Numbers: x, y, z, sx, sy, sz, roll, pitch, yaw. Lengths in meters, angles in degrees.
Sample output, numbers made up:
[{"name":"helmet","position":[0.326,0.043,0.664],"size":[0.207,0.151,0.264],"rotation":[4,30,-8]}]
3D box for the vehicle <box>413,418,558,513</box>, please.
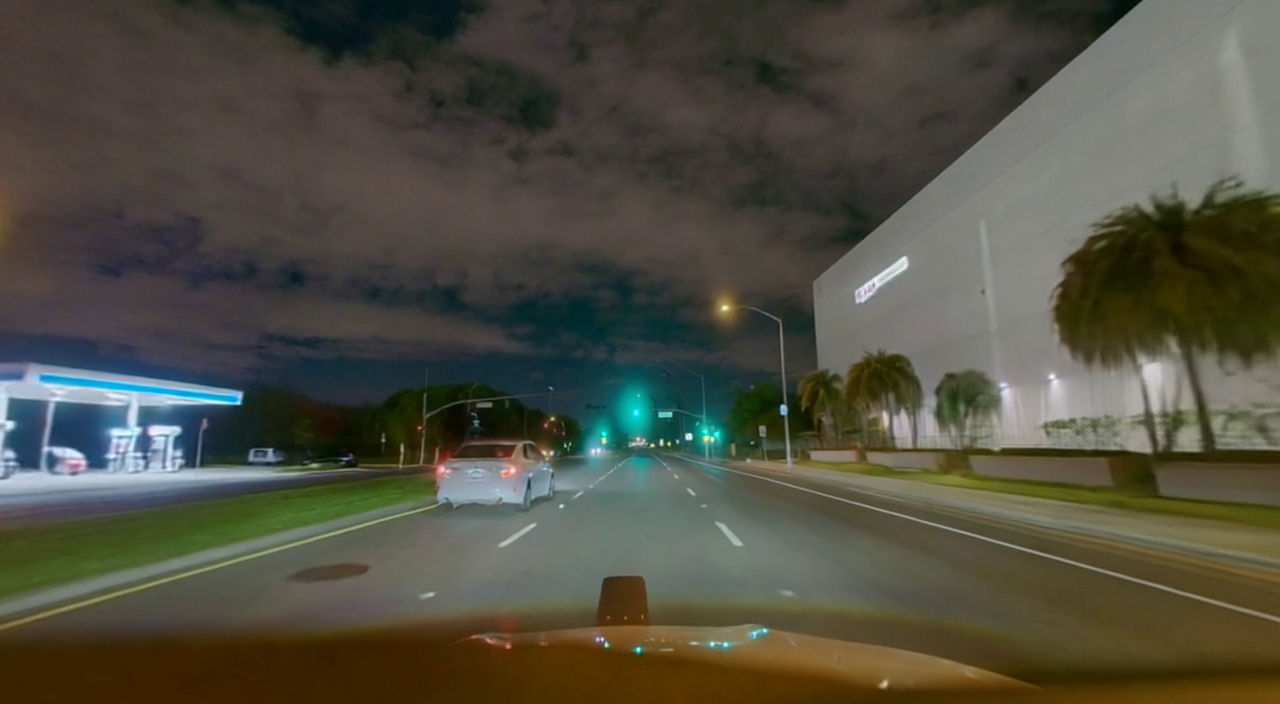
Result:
[{"name":"vehicle","position":[-3.196,2.465,14.089],"size":[2.011,1.756,4.478],"rotation":[0,-9,1]}]
